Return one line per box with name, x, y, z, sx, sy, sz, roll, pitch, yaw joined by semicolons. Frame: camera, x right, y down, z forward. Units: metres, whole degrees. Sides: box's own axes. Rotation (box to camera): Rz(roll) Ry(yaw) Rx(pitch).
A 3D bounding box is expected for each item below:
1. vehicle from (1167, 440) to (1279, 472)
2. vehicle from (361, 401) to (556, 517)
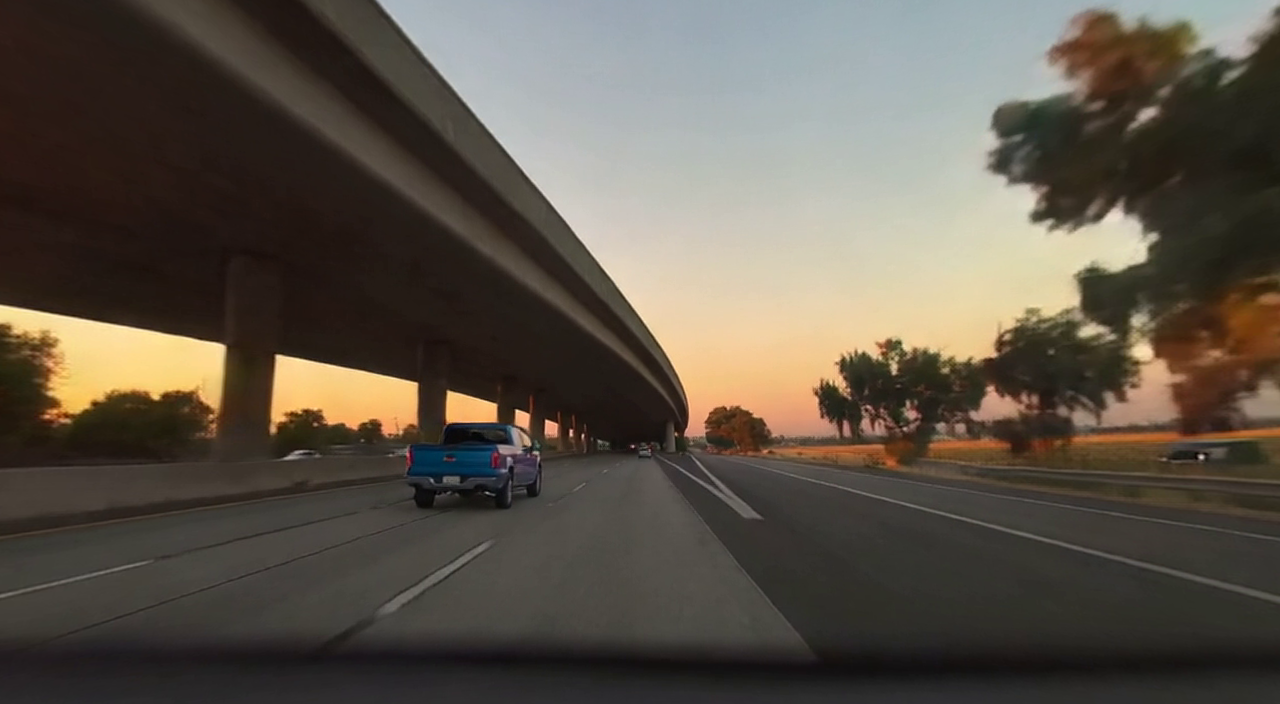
vehicle;45.095;7.996;48.765;3.014;2.325;6.479;0;-9;0
vehicle;-3.686;2.372;14.478;2.601;2.084;6.068;0;-8;0
